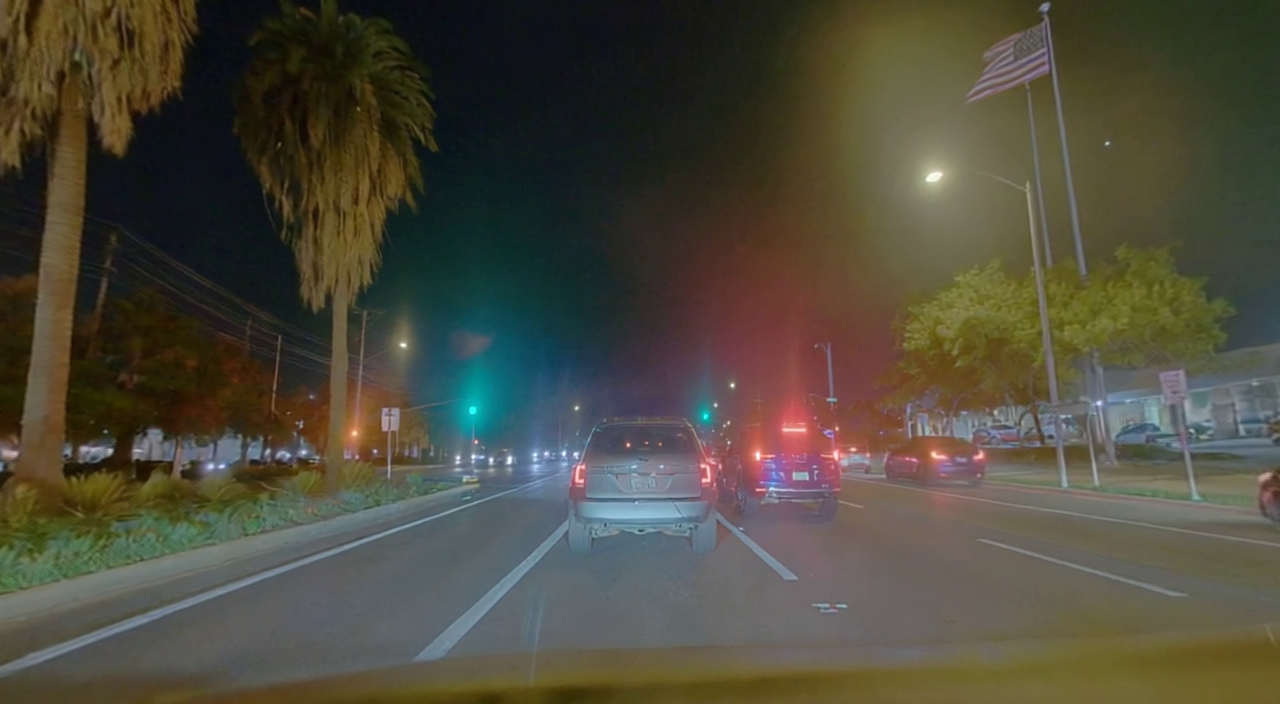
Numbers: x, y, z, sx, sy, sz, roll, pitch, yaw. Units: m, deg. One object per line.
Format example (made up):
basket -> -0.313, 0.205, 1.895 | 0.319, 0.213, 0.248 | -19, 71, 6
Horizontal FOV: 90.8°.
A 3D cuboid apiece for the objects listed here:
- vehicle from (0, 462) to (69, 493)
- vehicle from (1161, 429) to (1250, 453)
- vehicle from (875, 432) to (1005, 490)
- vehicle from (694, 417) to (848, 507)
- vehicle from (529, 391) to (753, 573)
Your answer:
vehicle -> -45.835, 9.052, 45.745 | 6.410, 2.078, 2.584 | 0, -9, 0
vehicle -> 36.417, 5.748, 40.838 | 1.839, 1.455, 4.395 | -1, -9, 3
vehicle -> 10.098, 3.692, 21.751 | 2.155, 1.779, 4.582 | 0, -9, -1
vehicle -> 3.249, 2.976, 17.566 | 2.773, 2.021, 6.212 | 0, -9, -2
vehicle -> -0.065, 1.732, 9.144 | 2.402, 1.938, 4.535 | 0, -9, -2
